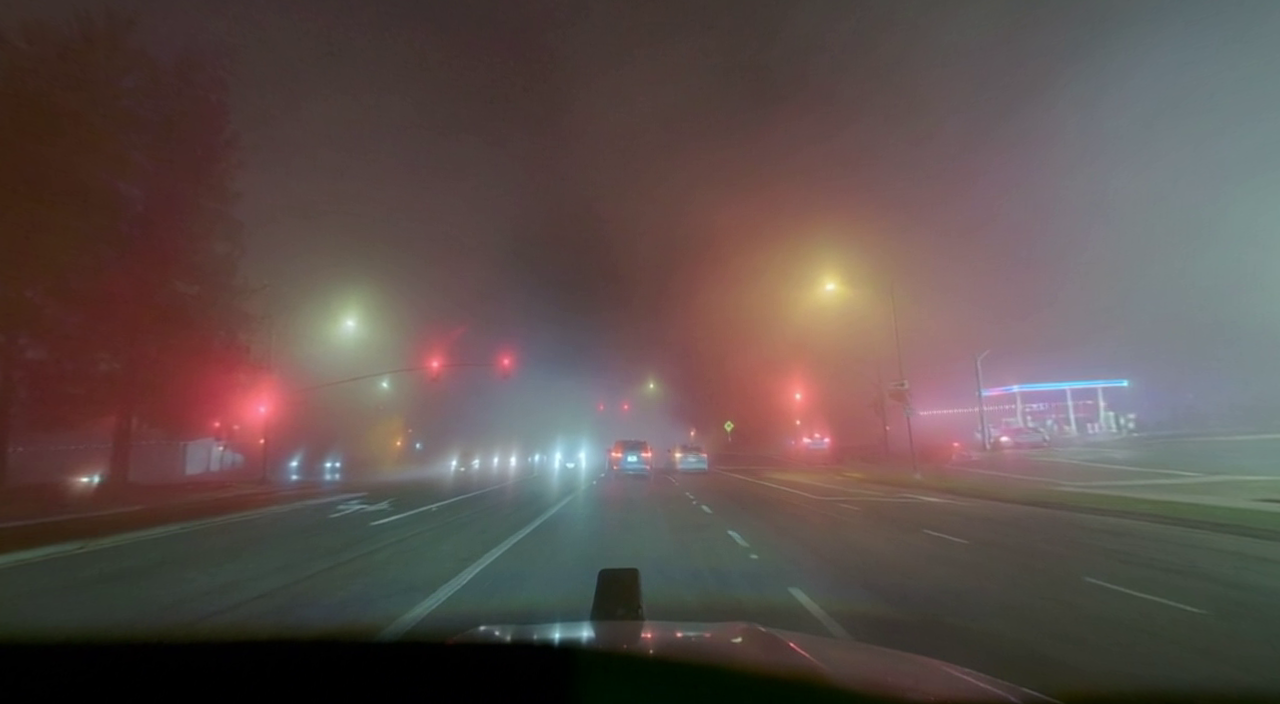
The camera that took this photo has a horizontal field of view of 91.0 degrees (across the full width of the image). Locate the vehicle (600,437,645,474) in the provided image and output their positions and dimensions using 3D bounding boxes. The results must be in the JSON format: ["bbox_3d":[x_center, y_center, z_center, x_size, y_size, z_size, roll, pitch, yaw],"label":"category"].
[{"bbox_3d":[-0.802,5.189,31.803,2.146,1.742,4.095,0,-8,0],"label":"vehicle"}]

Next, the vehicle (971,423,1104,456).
[{"bbox_3d":[18.002,3.992,28.650,4.660,1.462,2.034,0,-8,0],"label":"vehicle"}]

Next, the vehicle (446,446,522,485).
[{"bbox_3d":[-6.341,4.632,26.087,2.033,1.442,4.668,0,-8,-1],"label":"vehicle"}]

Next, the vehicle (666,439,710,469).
[{"bbox_3d":[2.756,6.022,37.245,2.103,1.647,4.318,0,-8,-2],"label":"vehicle"}]

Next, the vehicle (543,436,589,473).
[{"bbox_3d":[-4.010,5.617,34.676,2.139,1.851,3.970,0,-8,-2],"label":"vehicle"}]
